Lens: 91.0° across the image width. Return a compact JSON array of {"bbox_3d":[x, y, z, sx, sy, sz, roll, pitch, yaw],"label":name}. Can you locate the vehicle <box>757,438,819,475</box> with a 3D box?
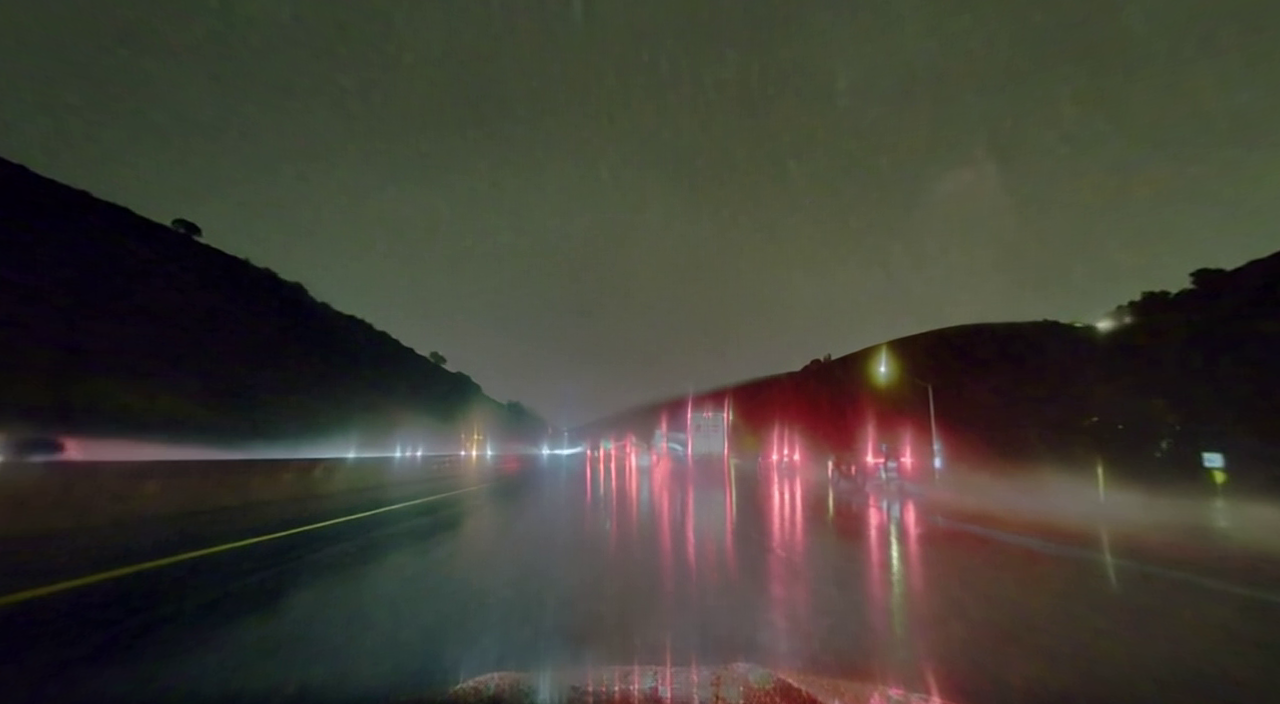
[{"bbox_3d":[7.822,5.563,33.737,2.143,1.775,4.729,0,-9,0],"label":"vehicle"}]

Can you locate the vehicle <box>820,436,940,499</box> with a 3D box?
[{"bbox_3d":[7.204,3.505,19.502,2.044,1.676,4.421,0,-9,1],"label":"vehicle"}]

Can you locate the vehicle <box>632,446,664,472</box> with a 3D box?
[{"bbox_3d":[0.478,6.639,39.236,1.866,1.492,3.932,0,-9,0],"label":"vehicle"}]

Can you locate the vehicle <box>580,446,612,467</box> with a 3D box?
[{"bbox_3d":[-3.306,7.903,47.740,2.132,1.506,4.256,0,-9,0],"label":"vehicle"}]

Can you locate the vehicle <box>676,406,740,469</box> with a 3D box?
[{"bbox_3d":[4.244,5.756,41.810,3.130,3.607,11.129,0,-9,1],"label":"vehicle"}]
